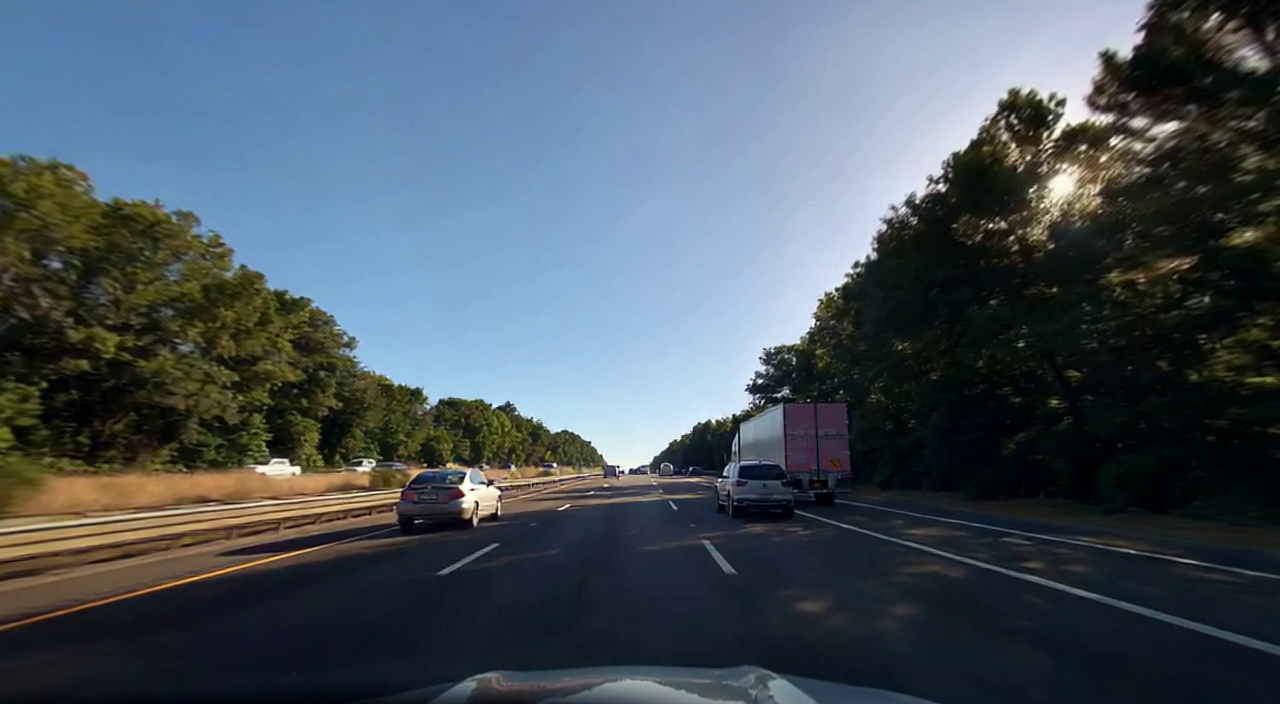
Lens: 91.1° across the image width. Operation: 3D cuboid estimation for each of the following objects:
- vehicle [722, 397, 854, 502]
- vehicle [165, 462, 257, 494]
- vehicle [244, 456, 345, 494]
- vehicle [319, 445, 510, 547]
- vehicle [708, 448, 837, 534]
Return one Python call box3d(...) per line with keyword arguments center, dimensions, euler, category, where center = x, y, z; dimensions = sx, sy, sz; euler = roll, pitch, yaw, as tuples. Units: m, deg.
box3d(center=(7.031, 5.451, 33.787), dimensions=(2.883, 4.151, 17.144), euler=(1, -10, 0), category="vehicle")
box3d(center=(-23.153, 6.812, 34.099), dimensions=(1.963, 1.602, 4.151), euler=(1, -10, 0), category="vehicle")
box3d(center=(-15.500, 5.535, 28.516), dimensions=(1.944, 1.539, 4.598), euler=(1, -10, 0), category="vehicle")
box3d(center=(-3.970, 2.636, 11.983), dimensions=(2.025, 1.547, 4.150), euler=(1, -10, 1), category="vehicle")
box3d(center=(2.956, 3.252, 15.161), dimensions=(2.050, 1.708, 4.457), euler=(1, -10, -1), category="vehicle")
